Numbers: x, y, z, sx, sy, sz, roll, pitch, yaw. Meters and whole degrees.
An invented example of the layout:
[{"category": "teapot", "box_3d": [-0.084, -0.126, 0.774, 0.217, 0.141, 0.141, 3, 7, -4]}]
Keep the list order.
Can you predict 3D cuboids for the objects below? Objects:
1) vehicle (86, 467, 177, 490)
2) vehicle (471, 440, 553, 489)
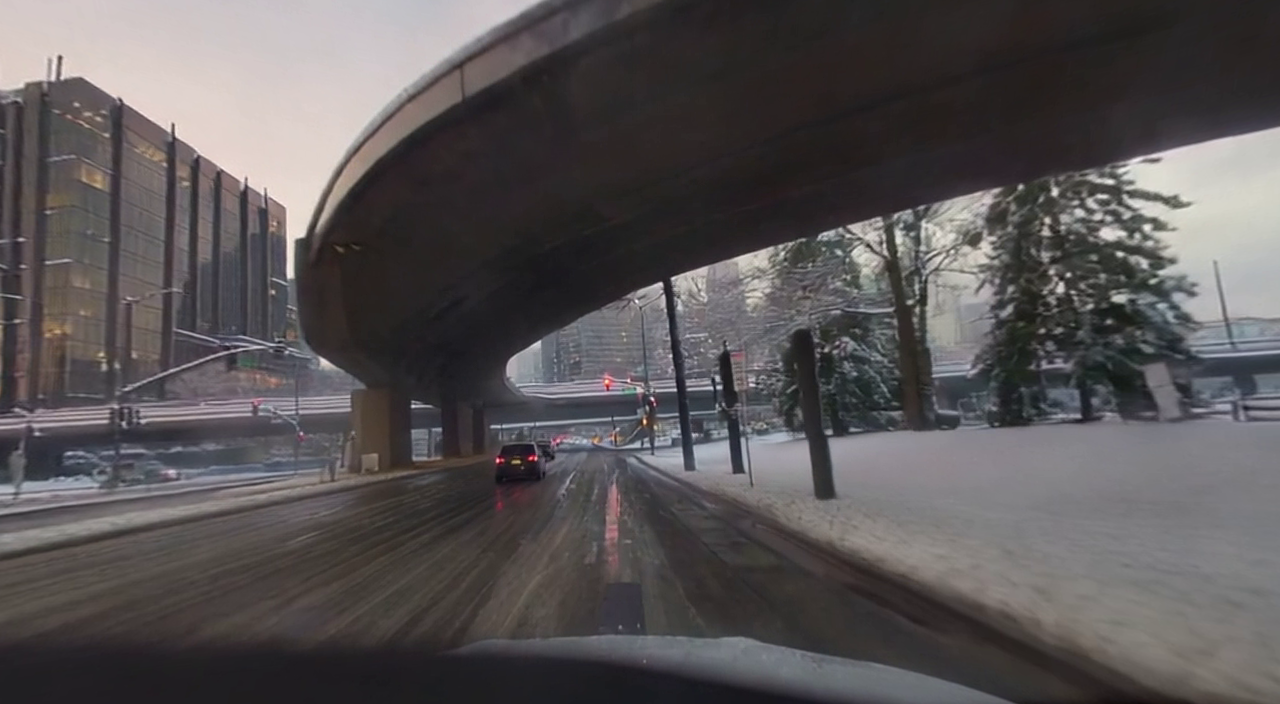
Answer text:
[{"category": "vehicle", "box_3d": [-37.517, 9.332, 46.718, 4.708, 1.466, 2.085, 1, -9, -9]}, {"category": "vehicle", "box_3d": [-4.482, 3.972, 22.794, 2.154, 1.465, 4.532, -1, -8, -2]}]
